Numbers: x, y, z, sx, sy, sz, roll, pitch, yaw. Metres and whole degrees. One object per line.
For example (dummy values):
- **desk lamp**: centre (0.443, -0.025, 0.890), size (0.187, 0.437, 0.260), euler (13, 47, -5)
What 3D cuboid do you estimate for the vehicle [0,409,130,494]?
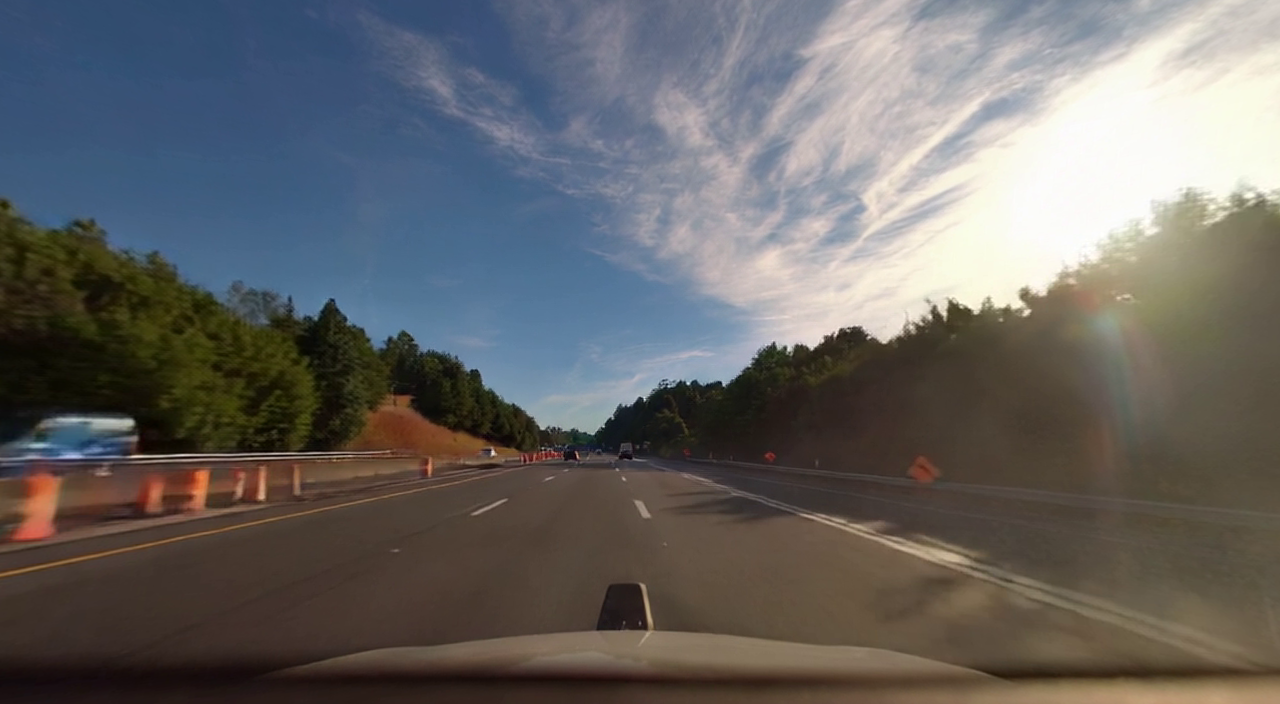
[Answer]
- **vehicle**: centre (-19.098, 3.014, 19.122), size (2.411, 2.328, 5.807), euler (0, -9, -2)
